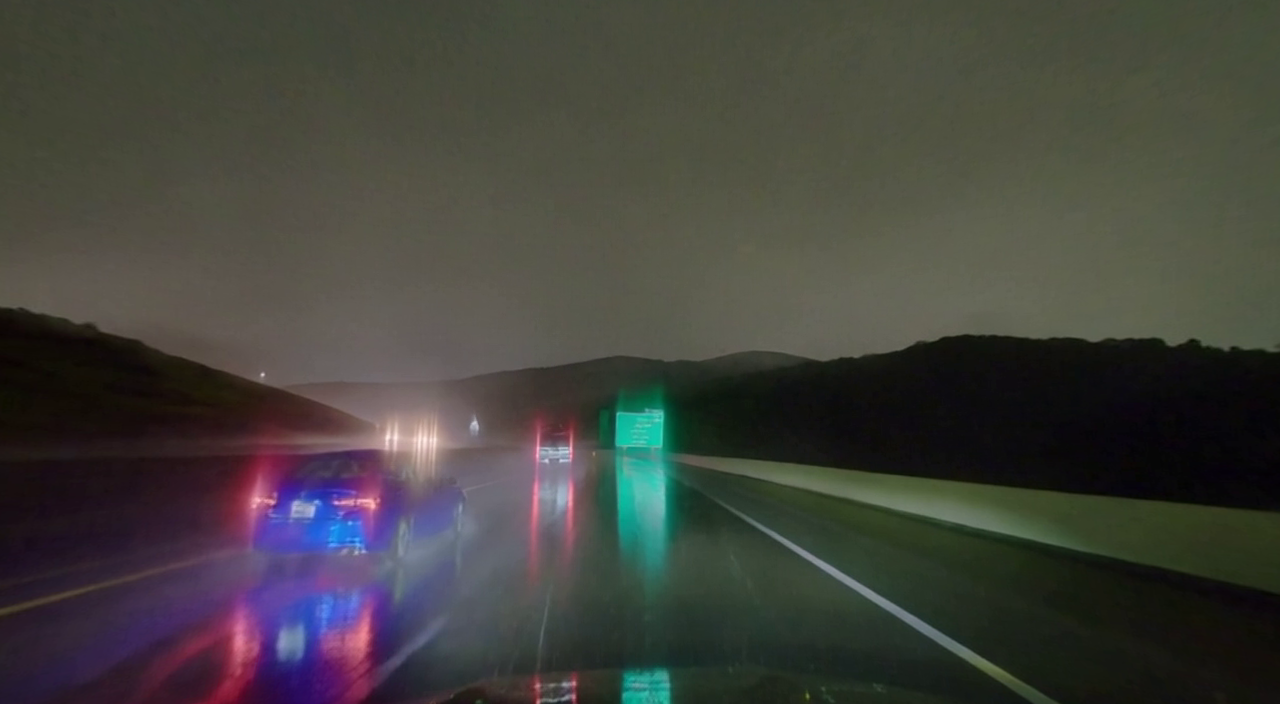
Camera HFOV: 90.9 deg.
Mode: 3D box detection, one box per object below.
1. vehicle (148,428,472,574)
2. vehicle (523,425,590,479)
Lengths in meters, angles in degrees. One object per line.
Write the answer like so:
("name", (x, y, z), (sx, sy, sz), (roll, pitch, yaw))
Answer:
("vehicle", (-4.073, 1.908, 8.945), (2.097, 1.511, 4.585), (0, -9, 0))
("vehicle", (-3.707, 4.583, 29.103), (2.444, 2.204, 5.568), (0, -9, -1))
